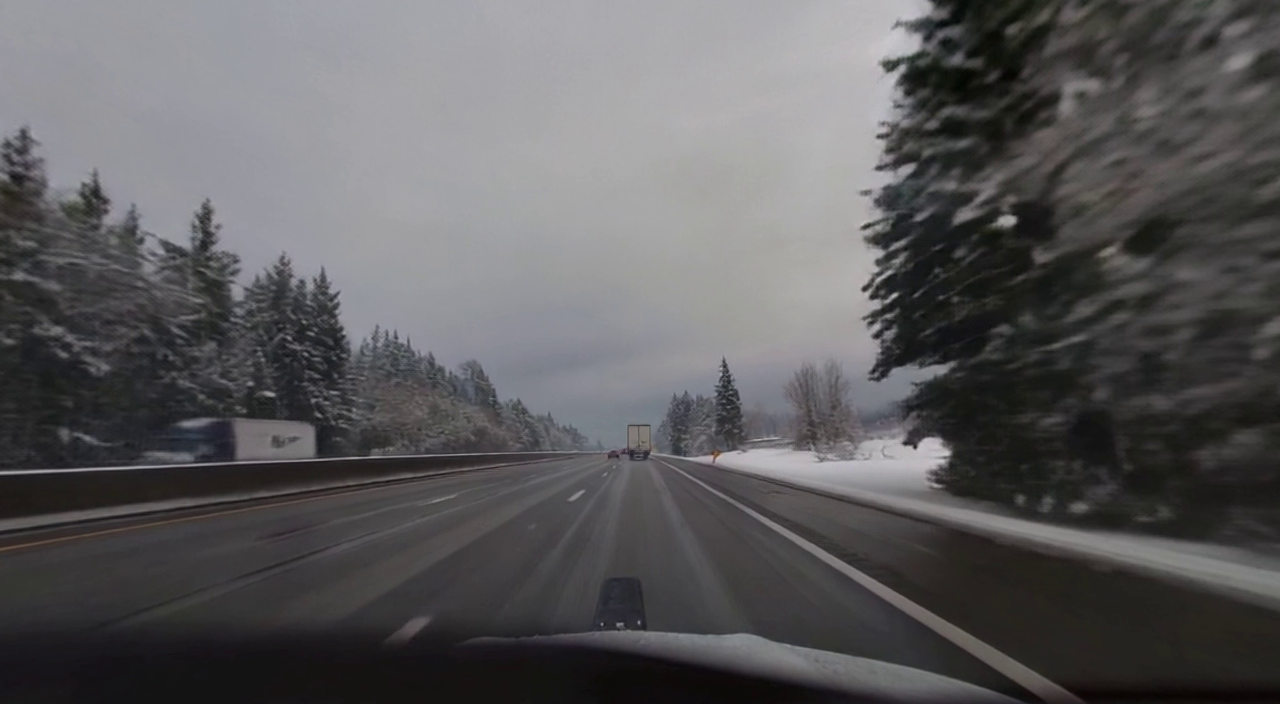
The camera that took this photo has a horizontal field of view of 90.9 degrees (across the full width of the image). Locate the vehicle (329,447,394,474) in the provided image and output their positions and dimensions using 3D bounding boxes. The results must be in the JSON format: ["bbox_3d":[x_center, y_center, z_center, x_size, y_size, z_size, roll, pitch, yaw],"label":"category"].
[{"bbox_3d":[-15.820,6.189,36.024,1.788,1.436,4.029,0,-9,1],"label":"vehicle"}]

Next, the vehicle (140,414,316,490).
[{"bbox_3d":[-23.187,5.775,36.571,3.203,3.774,10.121,0,-9,1],"label":"vehicle"}]
